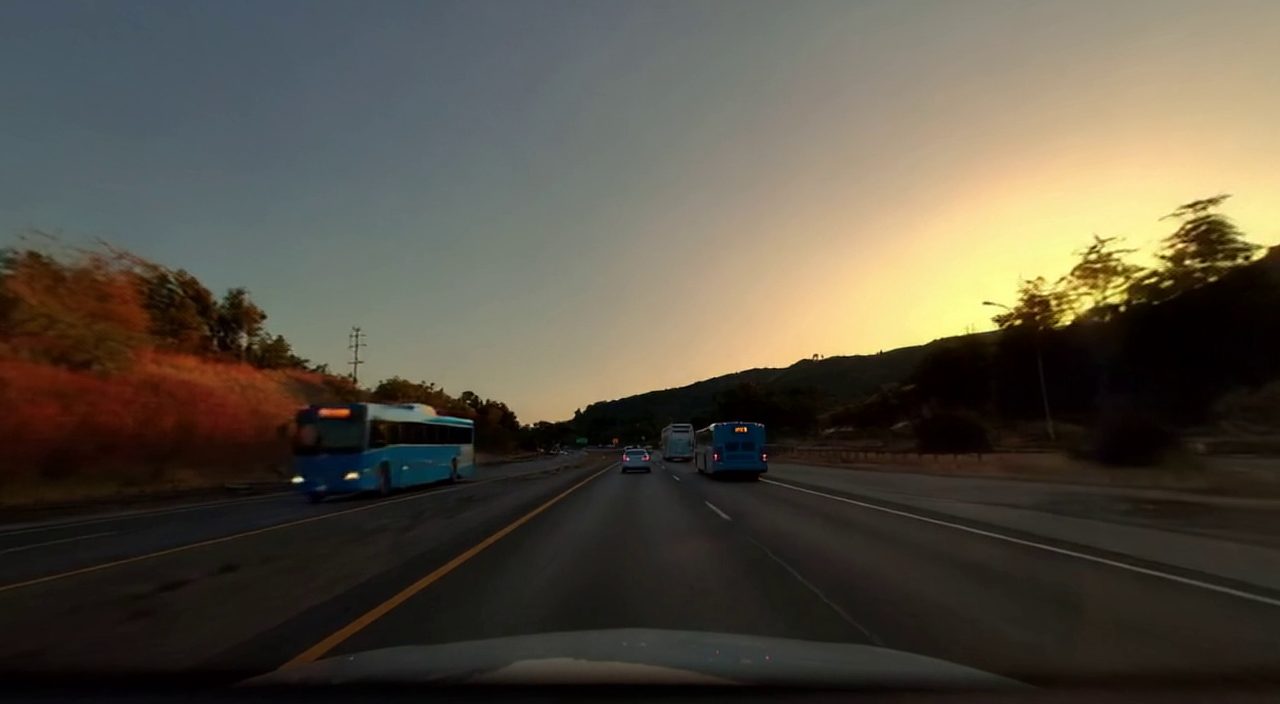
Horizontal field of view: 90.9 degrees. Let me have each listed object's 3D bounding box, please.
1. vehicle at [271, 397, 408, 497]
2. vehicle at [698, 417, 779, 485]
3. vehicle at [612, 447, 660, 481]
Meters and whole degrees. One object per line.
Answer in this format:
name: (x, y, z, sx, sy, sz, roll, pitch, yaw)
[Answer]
vehicle: (-13.409, 4.350, 28.892, 3.007, 4.034, 6.288, 0, -9, 0)
vehicle: (4.060, 4.263, 27.186, 2.440, 2.555, 5.957, 0, -9, -1)
vehicle: (-0.194, 5.026, 28.516, 2.004, 1.449, 3.817, 0, -9, -1)
